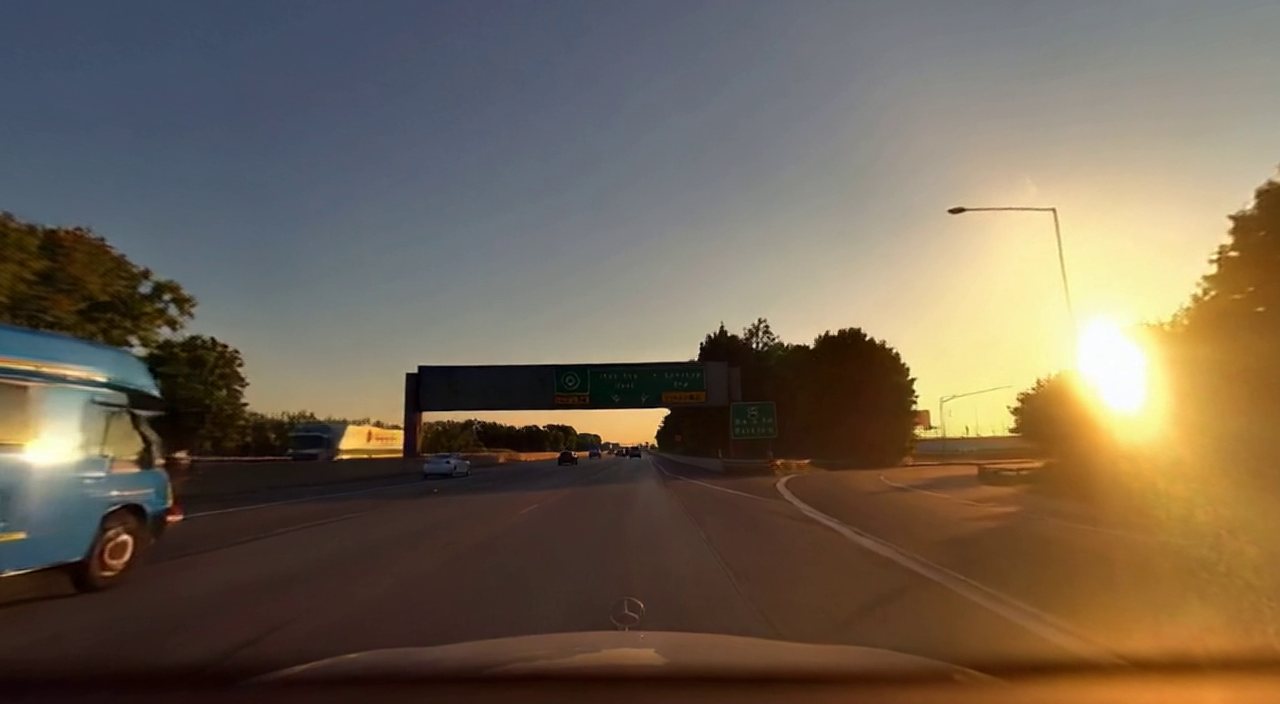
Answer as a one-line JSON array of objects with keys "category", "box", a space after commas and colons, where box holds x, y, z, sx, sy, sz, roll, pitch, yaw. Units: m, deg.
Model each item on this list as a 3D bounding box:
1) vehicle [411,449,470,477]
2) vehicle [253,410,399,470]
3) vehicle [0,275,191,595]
[{"category": "vehicle", "box": [-11.420, 6.359, 36.470, 1.981, 1.503, 4.207, 0, -9, 1]}, {"category": "vehicle", "box": [-23.452, 7.035, 48.991, 3.035, 3.827, 16.346, -1, -9, 0]}, {"category": "vehicle", "box": [-7.307, 0.561, 4.457, 2.747, 2.934, 7.411, 0, -9, 0]}]
